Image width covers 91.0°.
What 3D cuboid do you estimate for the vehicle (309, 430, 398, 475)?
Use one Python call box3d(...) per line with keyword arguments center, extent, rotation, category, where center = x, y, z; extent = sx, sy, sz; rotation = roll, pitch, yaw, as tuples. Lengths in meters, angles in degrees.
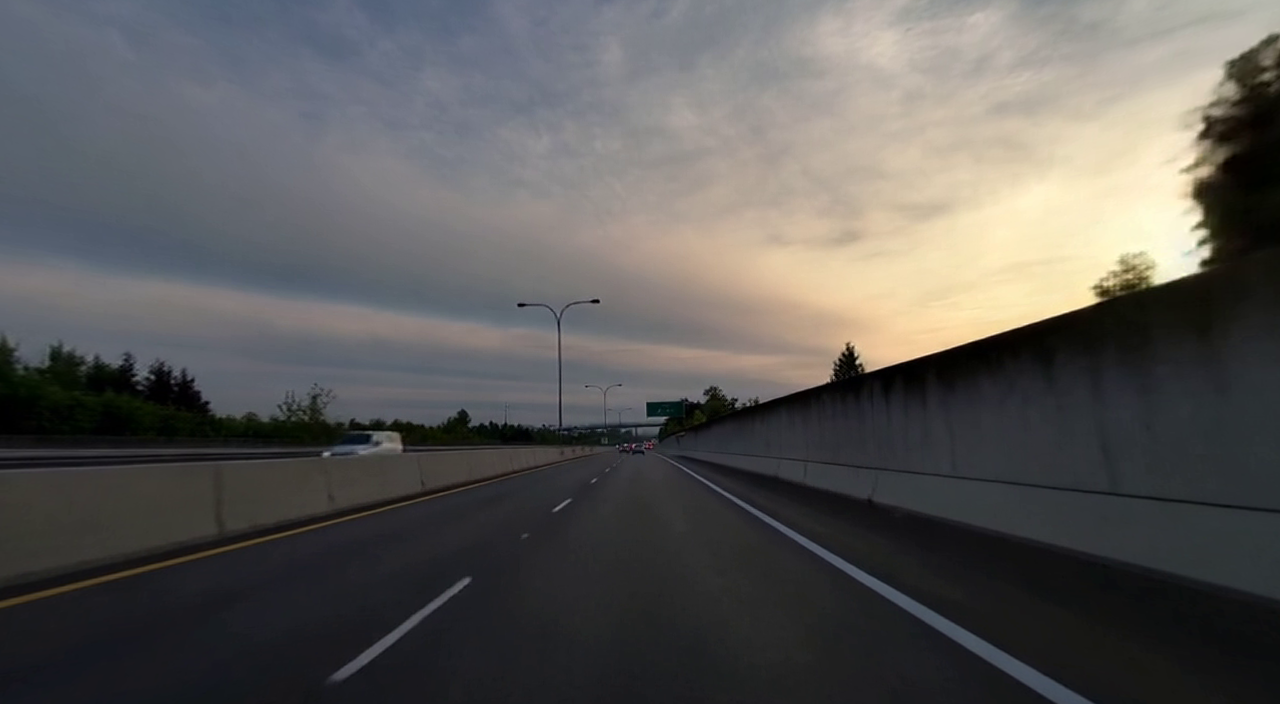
box3d(center=(-15.961, 5.602, 35.456), extent=(2.415, 2.310, 5.278), rotation=(0, -8, 1), category="vehicle")
